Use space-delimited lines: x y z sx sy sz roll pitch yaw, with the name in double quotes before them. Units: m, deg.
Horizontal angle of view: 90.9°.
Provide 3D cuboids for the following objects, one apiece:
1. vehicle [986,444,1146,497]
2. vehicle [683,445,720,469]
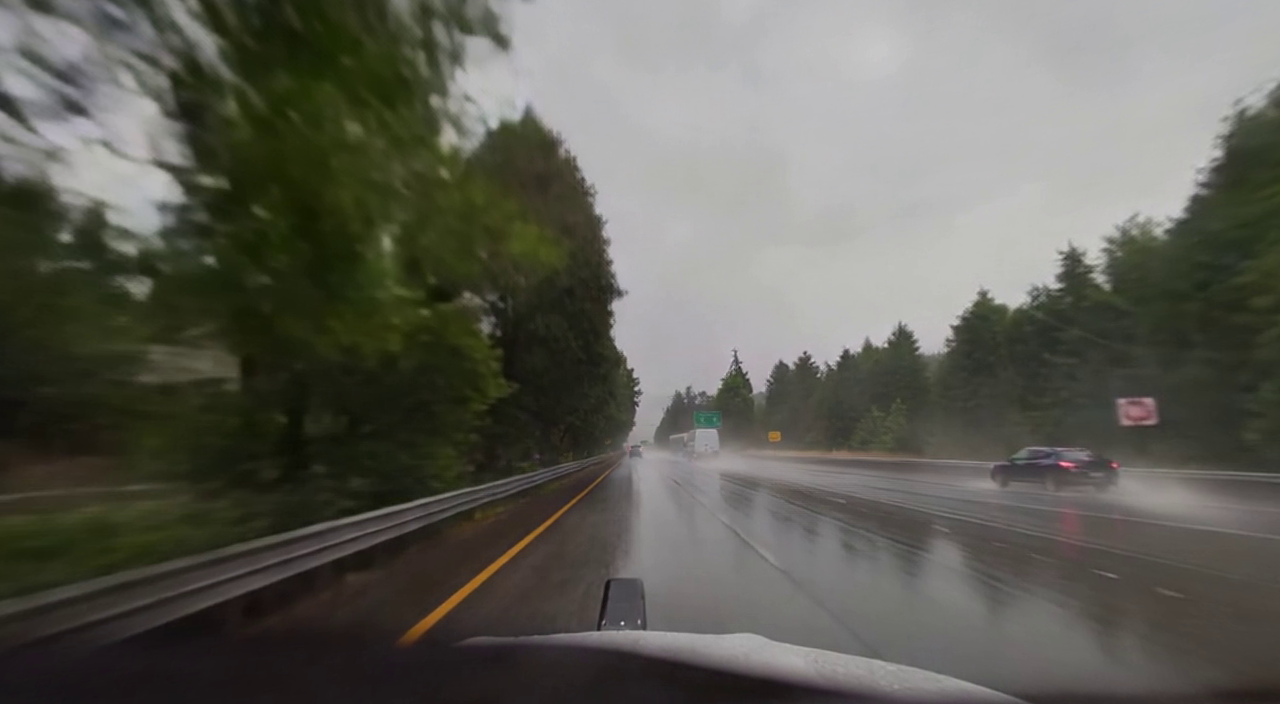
"vehicle" 12.408 3.448 18.690 1.926 1.386 3.719 1 -9 -5
"vehicle" 4.222 7.316 44.073 2.058 1.605 4.116 0 -9 -2
